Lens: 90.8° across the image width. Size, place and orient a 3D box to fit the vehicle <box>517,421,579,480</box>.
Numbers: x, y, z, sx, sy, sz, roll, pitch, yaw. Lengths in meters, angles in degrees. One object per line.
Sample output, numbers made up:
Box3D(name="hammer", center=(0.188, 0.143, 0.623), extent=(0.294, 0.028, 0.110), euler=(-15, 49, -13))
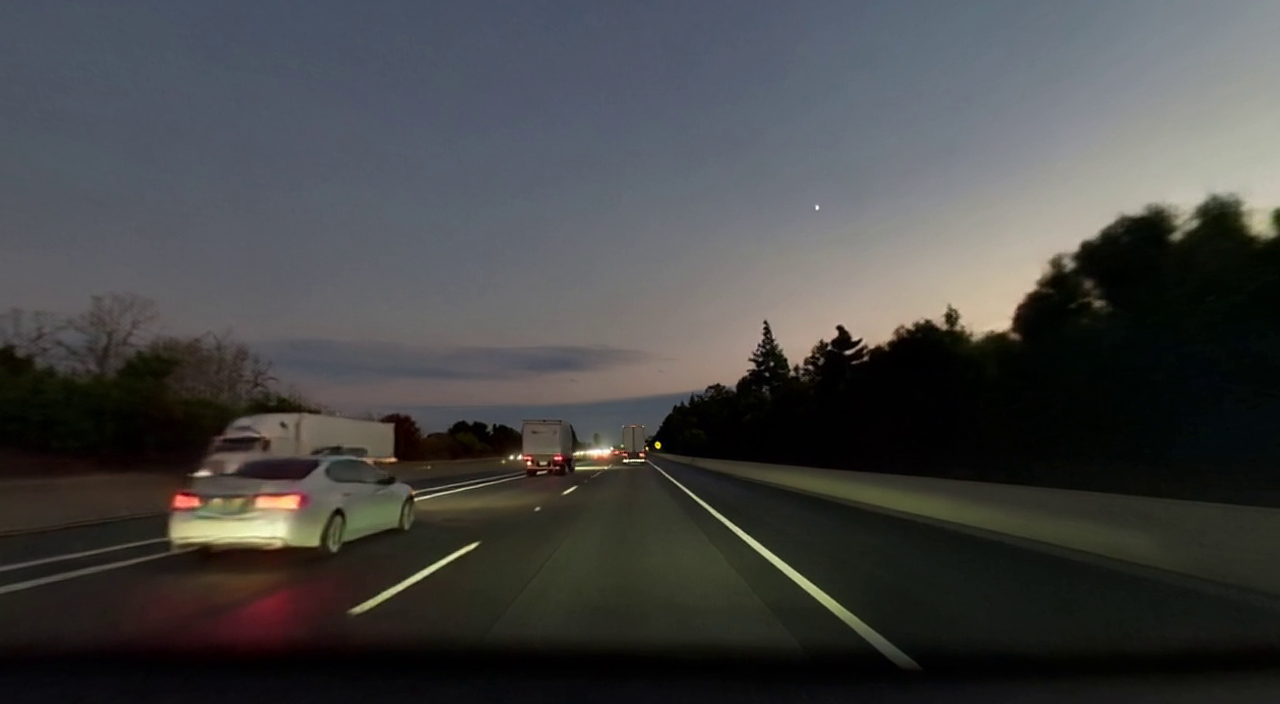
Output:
Box3D(name="vehicle", center=(-4.714, 5.205, 33.392), extent=(2.368, 2.813, 6.329), euler=(0, -9, -1))

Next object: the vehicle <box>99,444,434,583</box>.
Box3D(name="vehicle", center=(-4.781, 2.105, 9.147), extent=(1.979, 1.459, 4.643), euler=(0, -9, 1))
